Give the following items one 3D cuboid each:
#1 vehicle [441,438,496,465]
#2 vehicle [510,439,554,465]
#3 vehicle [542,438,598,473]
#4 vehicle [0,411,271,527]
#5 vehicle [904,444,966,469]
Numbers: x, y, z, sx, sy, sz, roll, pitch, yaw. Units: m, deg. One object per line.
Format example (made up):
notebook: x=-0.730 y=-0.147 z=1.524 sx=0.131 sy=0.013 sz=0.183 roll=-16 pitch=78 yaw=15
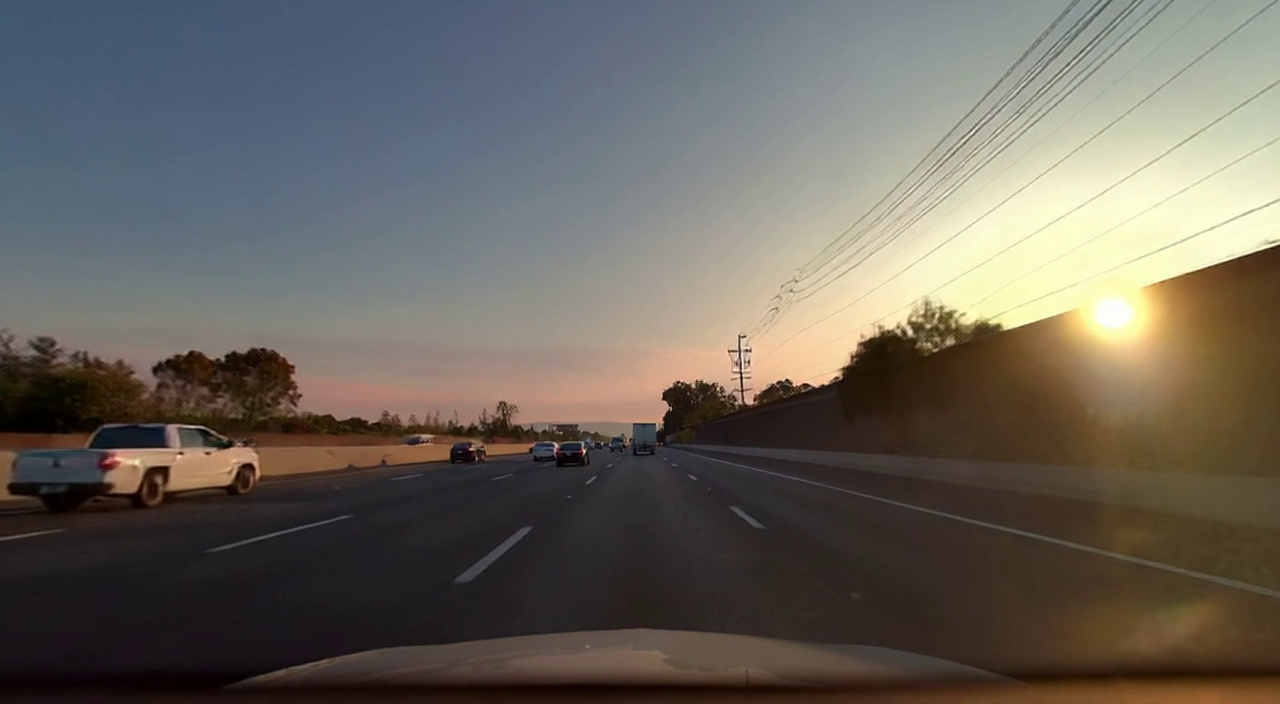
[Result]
vehicle: x=-10.856 y=6.342 z=40.228 sx=2.058 sy=1.621 sz=4.739 roll=0 pitch=-9 yaw=1
vehicle: x=-6.886 y=6.431 z=40.622 sx=1.946 sy=1.514 sz=4.687 roll=0 pitch=-9 yaw=1
vehicle: x=-3.240 y=4.939 z=30.187 sx=2.045 sy=1.532 sz=4.954 roll=0 pitch=-9 yaw=1
vehicle: x=-10.628 y=2.330 z=13.126 sx=2.310 sy=1.853 sz=5.817 roll=0 pitch=-9 yaw=1
vehicle: x=19.622 y=6.949 z=42.110 sx=1.985 sy=1.521 sz=4.827 roll=-1 pitch=-9 yaw=3
